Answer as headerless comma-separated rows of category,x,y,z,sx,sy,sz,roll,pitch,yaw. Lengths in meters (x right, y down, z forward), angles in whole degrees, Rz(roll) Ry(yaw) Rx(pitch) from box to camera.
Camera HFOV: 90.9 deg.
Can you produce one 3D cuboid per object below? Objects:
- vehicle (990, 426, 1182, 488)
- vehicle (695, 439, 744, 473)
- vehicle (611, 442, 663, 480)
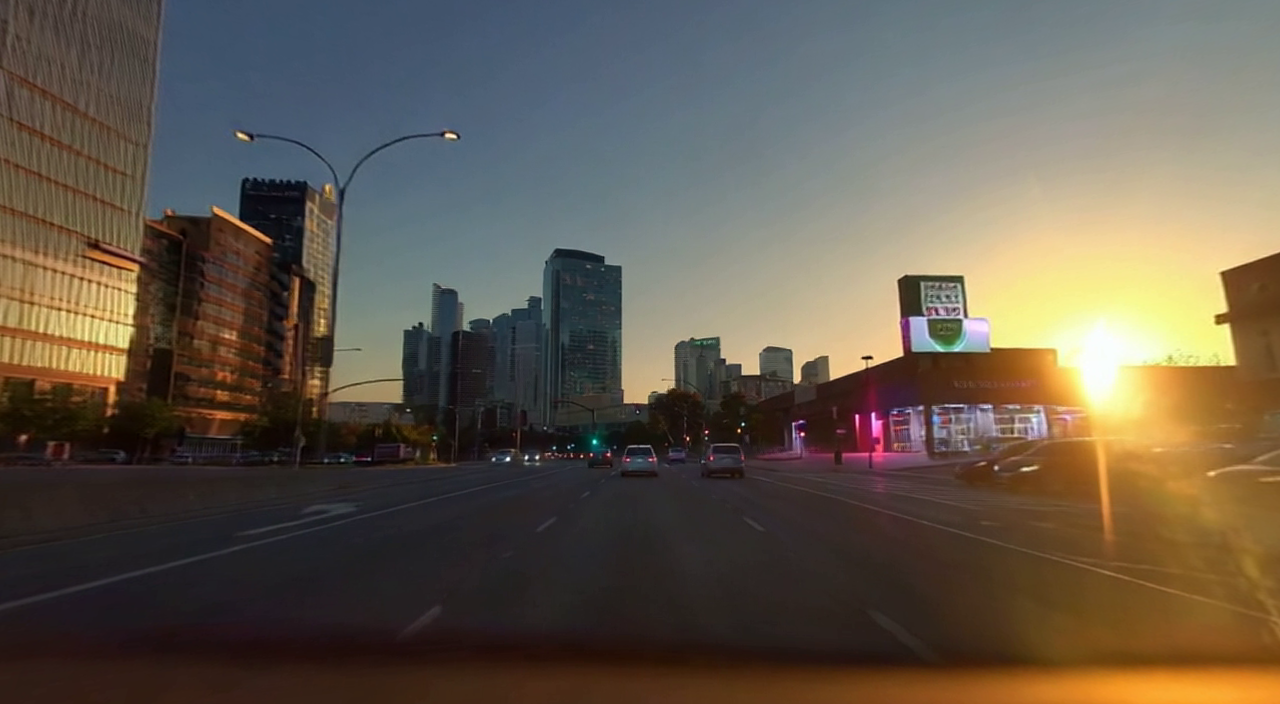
vehicle,14.640,3.454,20.904,4.775,1.728,1.996,-2,-9,-1
vehicle,4.197,5.559,33.893,2.007,1.683,4.171,0,-9,-2
vehicle,-0.120,4.687,27.415,2.059,1.477,3.988,0,-9,0
